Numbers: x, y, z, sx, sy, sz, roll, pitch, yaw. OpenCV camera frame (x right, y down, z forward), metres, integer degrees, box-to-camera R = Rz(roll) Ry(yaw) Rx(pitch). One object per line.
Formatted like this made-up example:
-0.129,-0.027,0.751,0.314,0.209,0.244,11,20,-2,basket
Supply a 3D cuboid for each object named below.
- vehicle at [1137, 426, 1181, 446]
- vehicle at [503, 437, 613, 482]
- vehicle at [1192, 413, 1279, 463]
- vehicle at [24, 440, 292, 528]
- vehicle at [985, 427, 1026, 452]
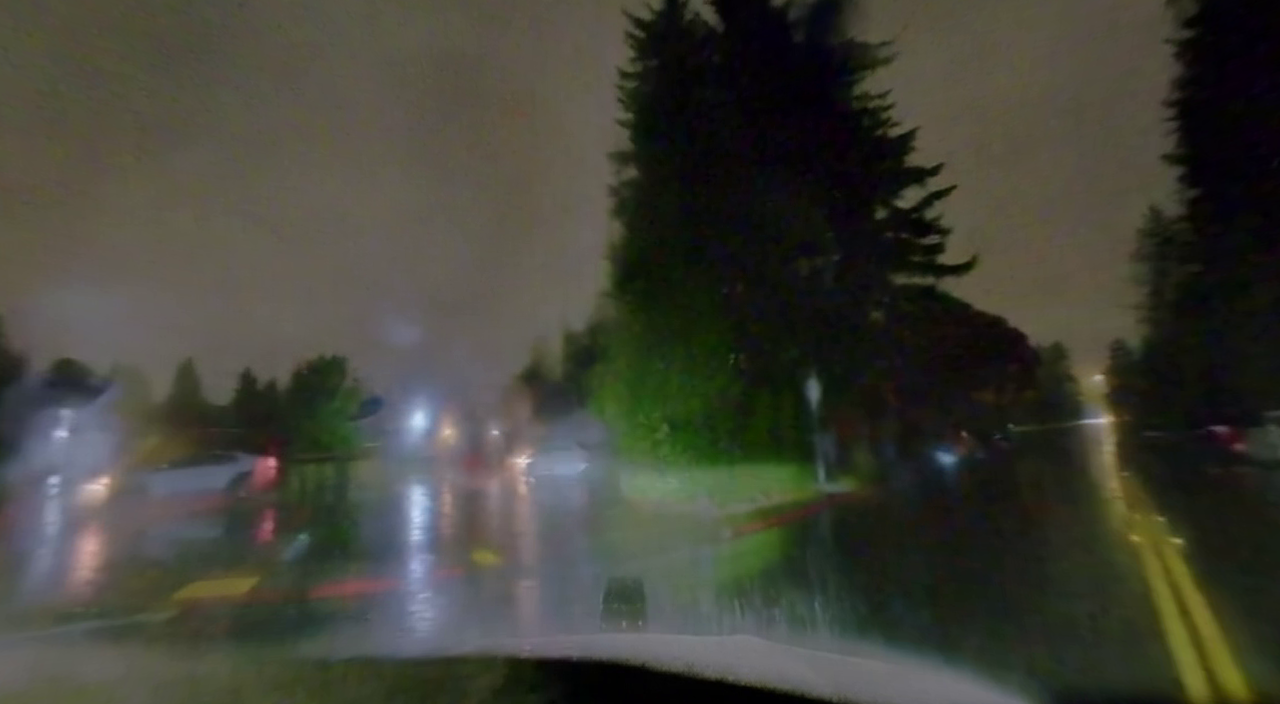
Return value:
39.125,6.396,47.391,1.961,1.437,4.032,-5,-10,32,vehicle
-2.996,4.121,23.652,1.919,1.447,3.896,-9,-16,35,vehicle
23.784,3.438,24.949,2.085,1.792,4.176,-6,-10,34,vehicle
-11.166,2.967,14.923,1.984,1.620,4.595,-6,-9,36,vehicle
28.262,6.746,48.414,2.263,1.848,4.104,-6,-10,34,vehicle
